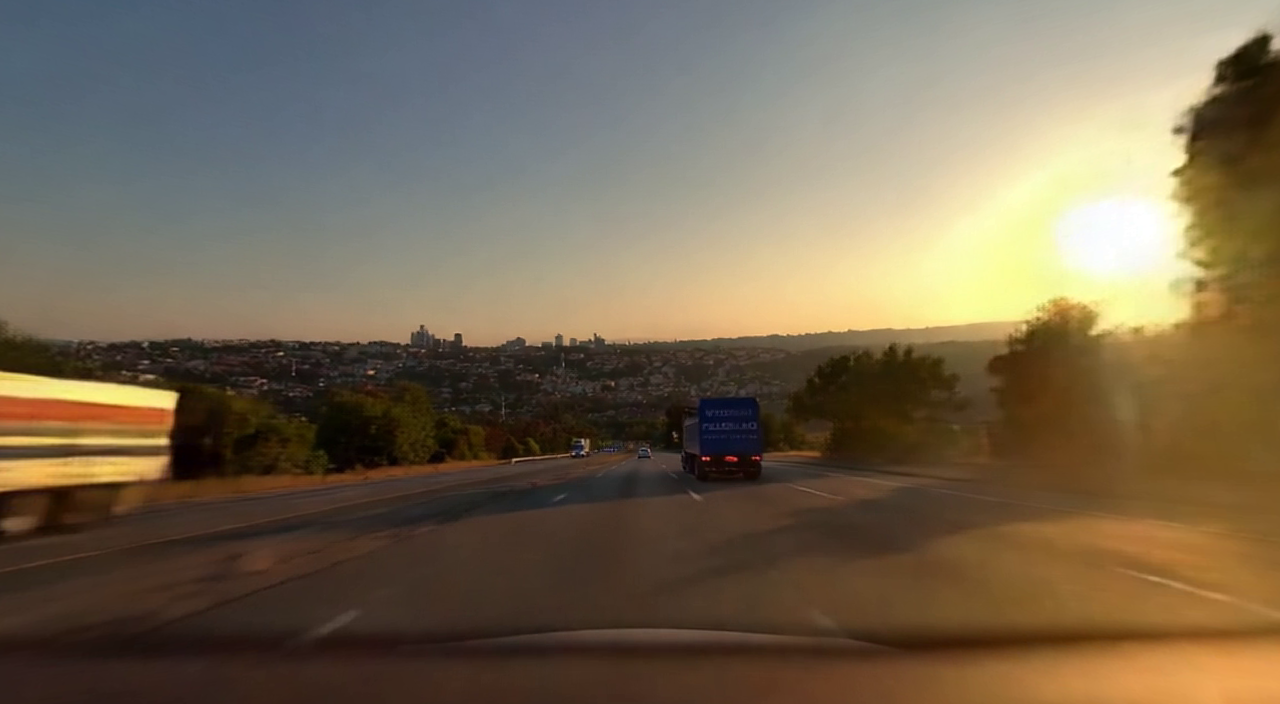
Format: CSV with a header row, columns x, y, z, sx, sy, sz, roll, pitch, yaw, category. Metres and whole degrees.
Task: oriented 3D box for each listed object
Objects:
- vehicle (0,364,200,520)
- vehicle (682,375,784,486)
x,y,z,sx,sy,sz,roll,pitch,yaw,category
-16.172,2.018,14.136,2.940,3.545,13.036,0,-9,1,vehicle
4.011,3.978,30.734,3.341,4.269,12.252,0,-9,1,vehicle
